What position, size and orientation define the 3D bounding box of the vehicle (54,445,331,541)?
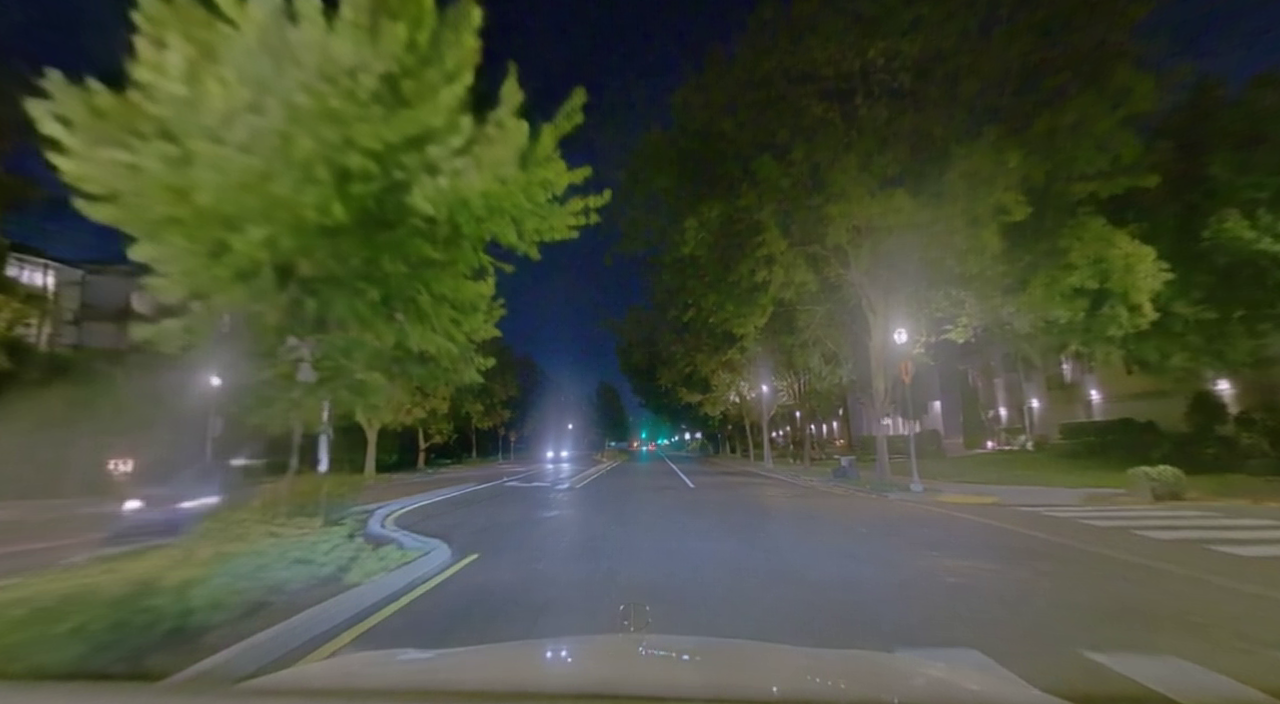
[{"bbox_3d":[-8.112,2.534,12.142,1.900,1.472,4.574,0,-8,1],"label":"vehicle"}]
